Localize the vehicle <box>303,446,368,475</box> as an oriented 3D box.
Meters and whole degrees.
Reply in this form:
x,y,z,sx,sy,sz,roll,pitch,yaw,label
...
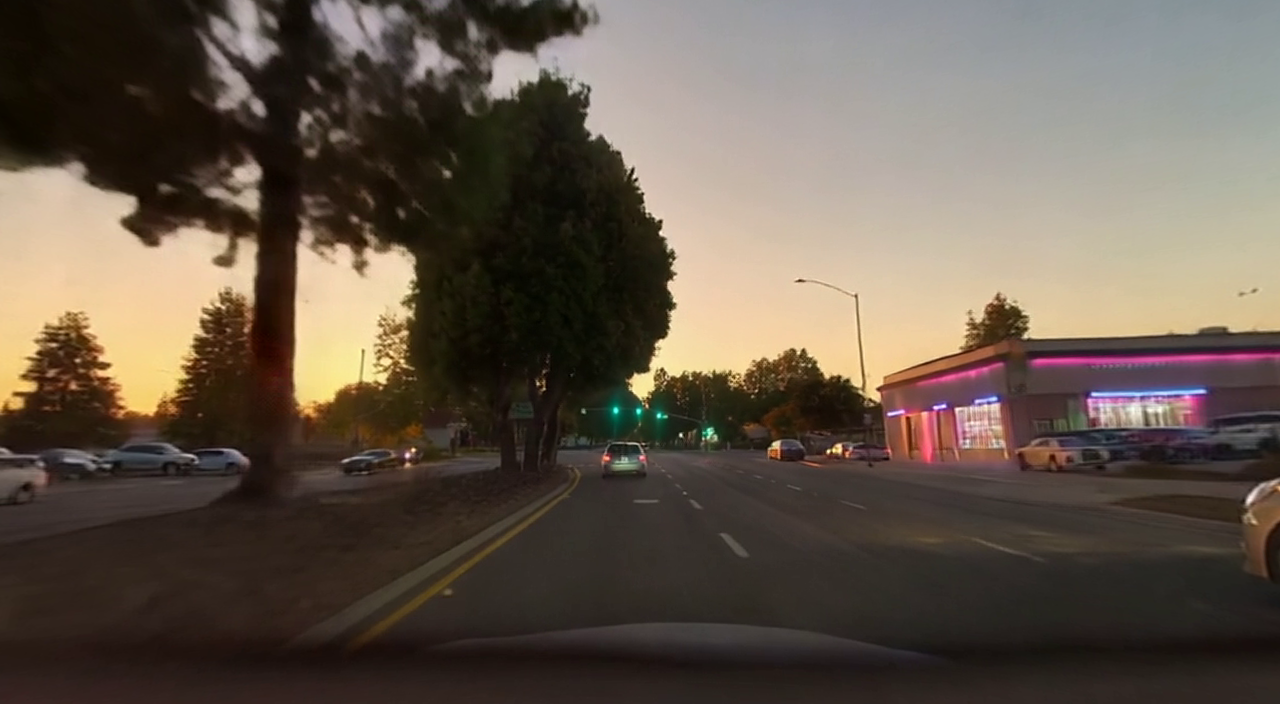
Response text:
x,y,z,sx,sy,sz,roll,pitch,yaw,label
-19.256,6.847,40.161,1.896,1.620,4.542,-2,-8,0,vehicle

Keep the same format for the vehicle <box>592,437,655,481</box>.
x,y,z,sx,sy,sz,roll,pitch,yaw,label
-0.652,4.011,23.941,2.185,1.473,3.925,0,-8,-3,vehicle

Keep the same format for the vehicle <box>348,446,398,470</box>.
x,y,z,sx,sy,sz,roll,pitch,yaw,label
-19.479,7.729,46.309,1.905,1.698,4.408,0,-8,-3,vehicle

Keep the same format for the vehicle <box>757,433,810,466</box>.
x,y,z,sx,sy,sz,roll,pitch,yaw,label
10.127,6.941,45.123,2.266,2.118,5.742,0,-8,-1,vehicle

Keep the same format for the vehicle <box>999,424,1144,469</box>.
x,y,z,sx,sy,sz,roll,pitch,yaw,label
18.753,4.167,27.947,2.253,1.771,5.722,0,-8,-2,vehicle

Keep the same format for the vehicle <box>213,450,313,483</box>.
x,y,z,sx,sy,sz,roll,pitch,yaw,label
-19.384,5.876,32.852,2.083,1.481,5.103,0,-8,0,vehicle

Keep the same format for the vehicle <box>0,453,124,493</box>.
x,y,z,sx,sy,sz,roll,pitch,yaw,label
-24.721,5.043,26.651,1.893,1.451,4.809,0,-8,-1,vehicle

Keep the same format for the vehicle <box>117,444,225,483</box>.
x,y,z,sx,sy,sz,roll,pitch,yaw,label
-24.272,5.750,32.994,1.985,1.821,4.774,0,-8,-1,vehicle
